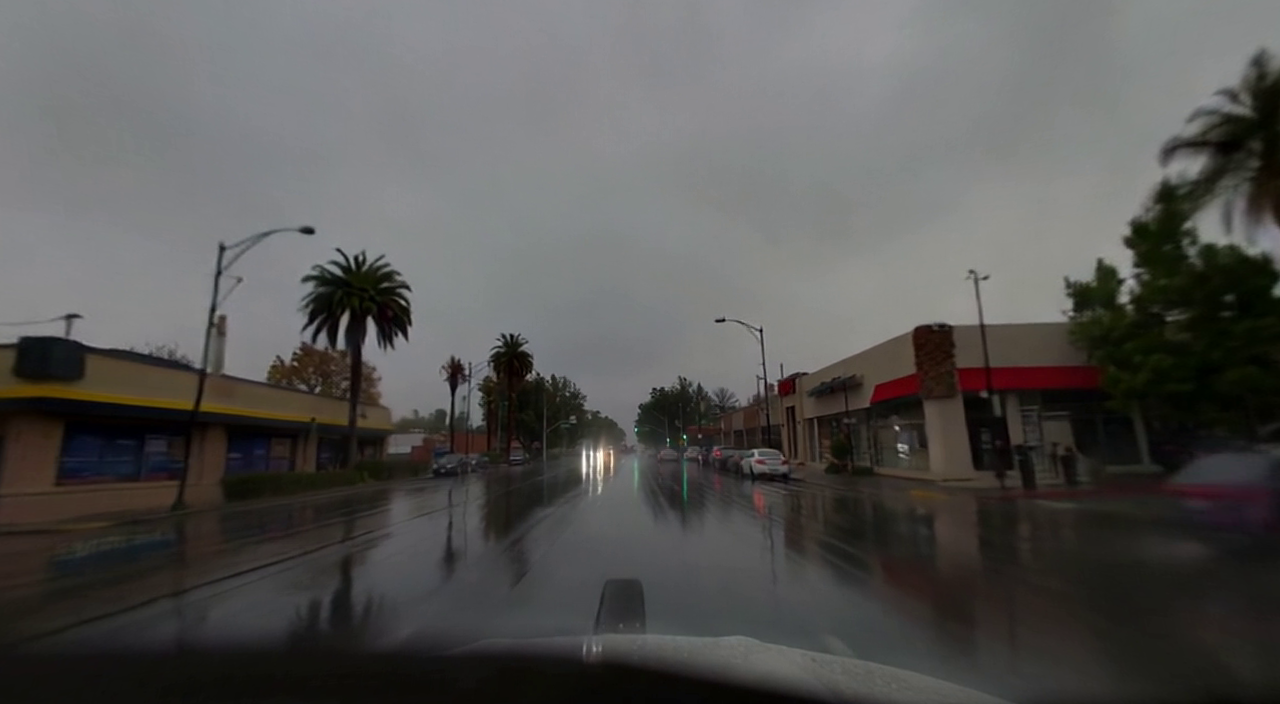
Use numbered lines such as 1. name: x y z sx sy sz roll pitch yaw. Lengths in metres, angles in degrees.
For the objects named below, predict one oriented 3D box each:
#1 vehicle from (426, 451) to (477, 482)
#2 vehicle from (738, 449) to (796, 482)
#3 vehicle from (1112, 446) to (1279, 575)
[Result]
1. vehicle: -13.023 7.890 43.930 1.975 1.570 5.265 -8 -7 -3
2. vehicle: 6.364 5.701 32.136 1.840 1.503 4.760 0 -8 -1
3. vehicle: 8.787 2.150 9.382 2.067 1.477 4.653 -8 -12 44
